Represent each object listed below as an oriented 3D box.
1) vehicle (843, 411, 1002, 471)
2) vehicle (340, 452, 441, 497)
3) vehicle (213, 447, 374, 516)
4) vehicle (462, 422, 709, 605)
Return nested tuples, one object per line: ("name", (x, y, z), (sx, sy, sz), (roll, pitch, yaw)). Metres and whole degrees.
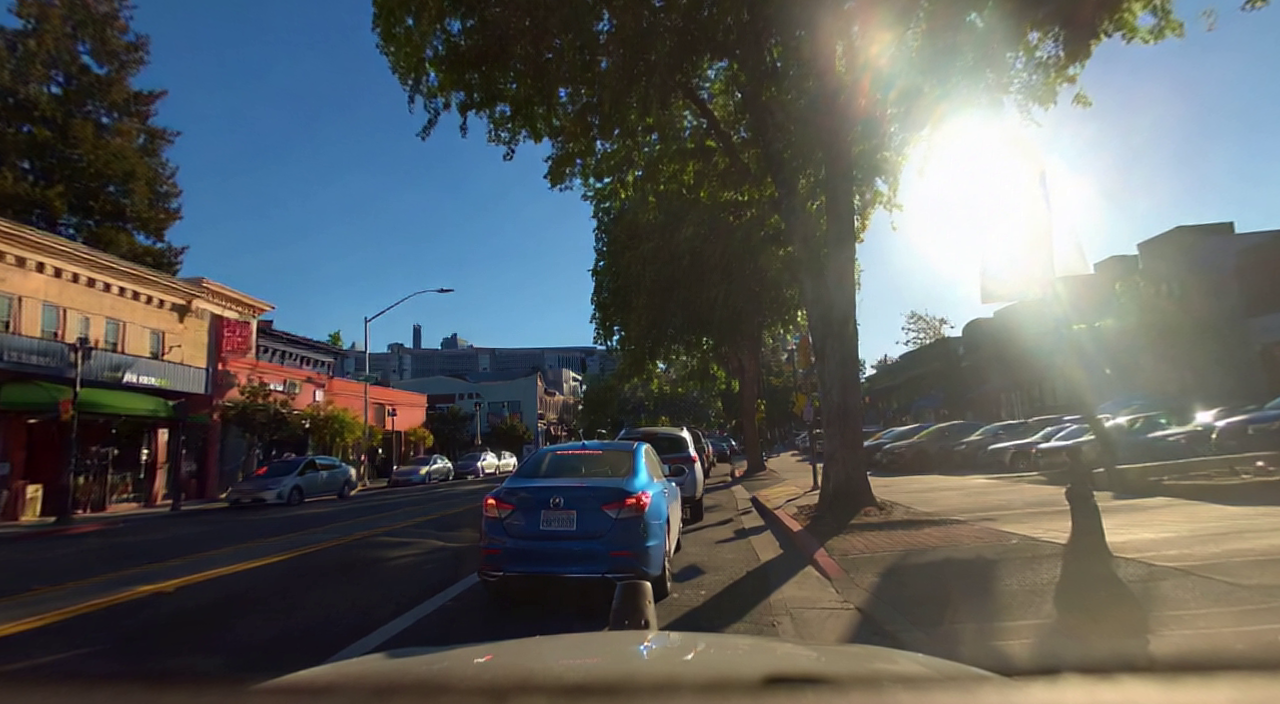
("vehicle", (9.062, 2.831, 20.249), (4.558, 1.528, 1.915), (-1, -8, -23))
("vehicle", (-10.258, 5.034, 26.284), (1.826, 1.432, 4.556), (-7, -9, 8))
("vehicle", (-11.007, 4.070, 20.592), (2.081, 1.718, 5.342), (-6, -9, 3))
("vehicle", (-0.274, 1.634, 7.304), (1.939, 1.478, 3.922), (-2, -8, 9))
